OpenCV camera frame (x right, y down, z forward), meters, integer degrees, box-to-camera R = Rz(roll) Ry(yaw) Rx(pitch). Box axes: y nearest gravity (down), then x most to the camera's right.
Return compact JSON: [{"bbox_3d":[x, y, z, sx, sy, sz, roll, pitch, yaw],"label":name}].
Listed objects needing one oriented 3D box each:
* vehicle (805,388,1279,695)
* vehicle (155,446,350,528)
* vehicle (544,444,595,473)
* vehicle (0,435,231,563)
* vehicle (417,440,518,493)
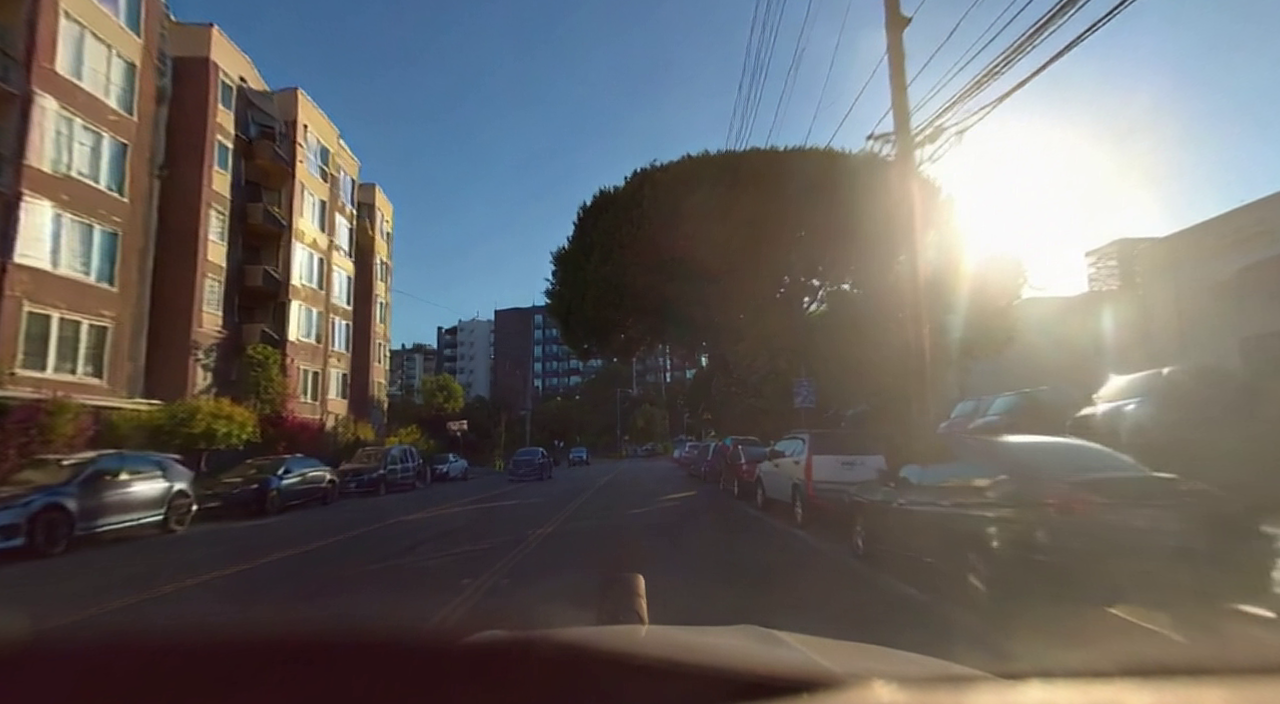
[{"bbox_3d":[3.278,1.354,5.729,2.098,1.624,4.477,0,-9,-4],"label":"vehicle"},{"bbox_3d":[-10.672,3.696,17.925,2.134,1.775,4.706,-8,-10,8],"label":"vehicle"},{"bbox_3d":[-5.305,8.092,48.513,2.319,2.021,5.762,-3,-9,10],"label":"vehicle"},{"bbox_3d":[-11.277,2.808,12.764,2.322,2.037,5.030,-3,-9,5],"label":"vehicle"},{"bbox_3d":[-6.296,4.192,23.668,2.081,1.760,4.598,0,-8,6],"label":"vehicle"}]
